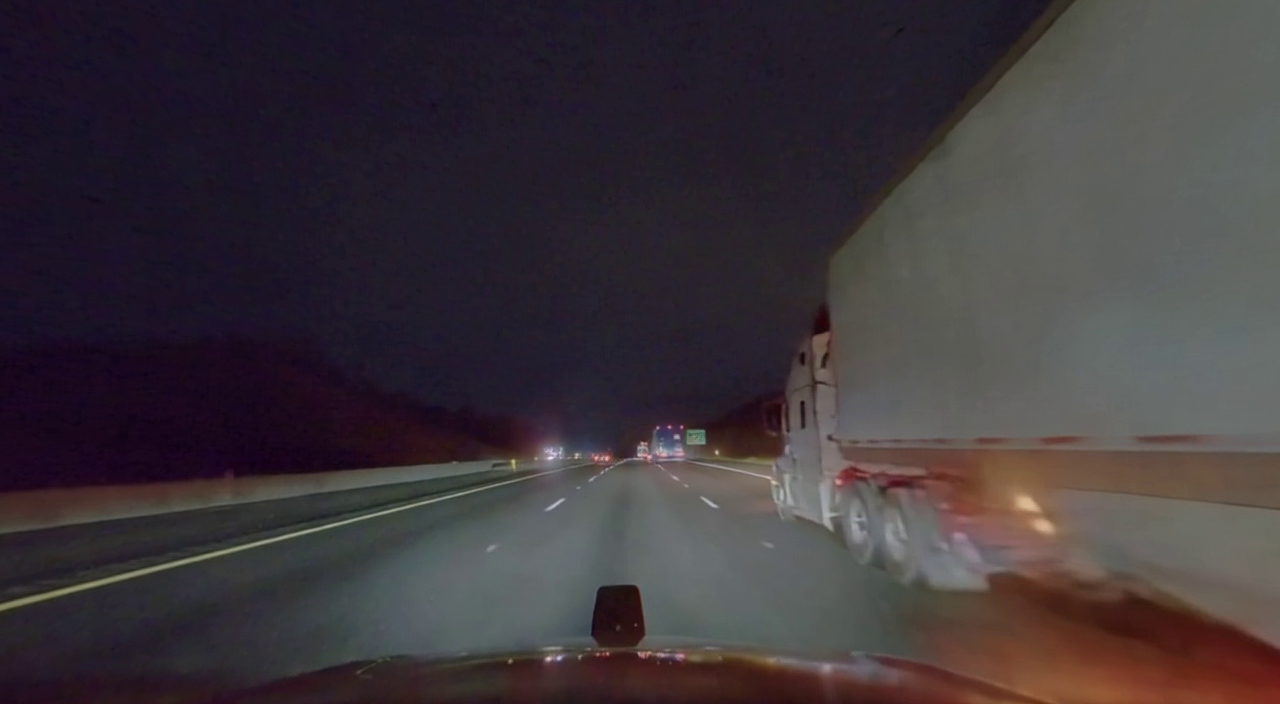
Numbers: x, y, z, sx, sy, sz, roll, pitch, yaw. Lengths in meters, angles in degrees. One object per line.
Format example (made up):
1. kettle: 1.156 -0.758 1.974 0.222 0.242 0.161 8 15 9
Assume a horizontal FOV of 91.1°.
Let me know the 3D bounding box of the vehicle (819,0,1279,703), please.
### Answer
1. vehicle: 4.083 -0.400 2.008 3.037 3.999 13.133 0 -9 0
